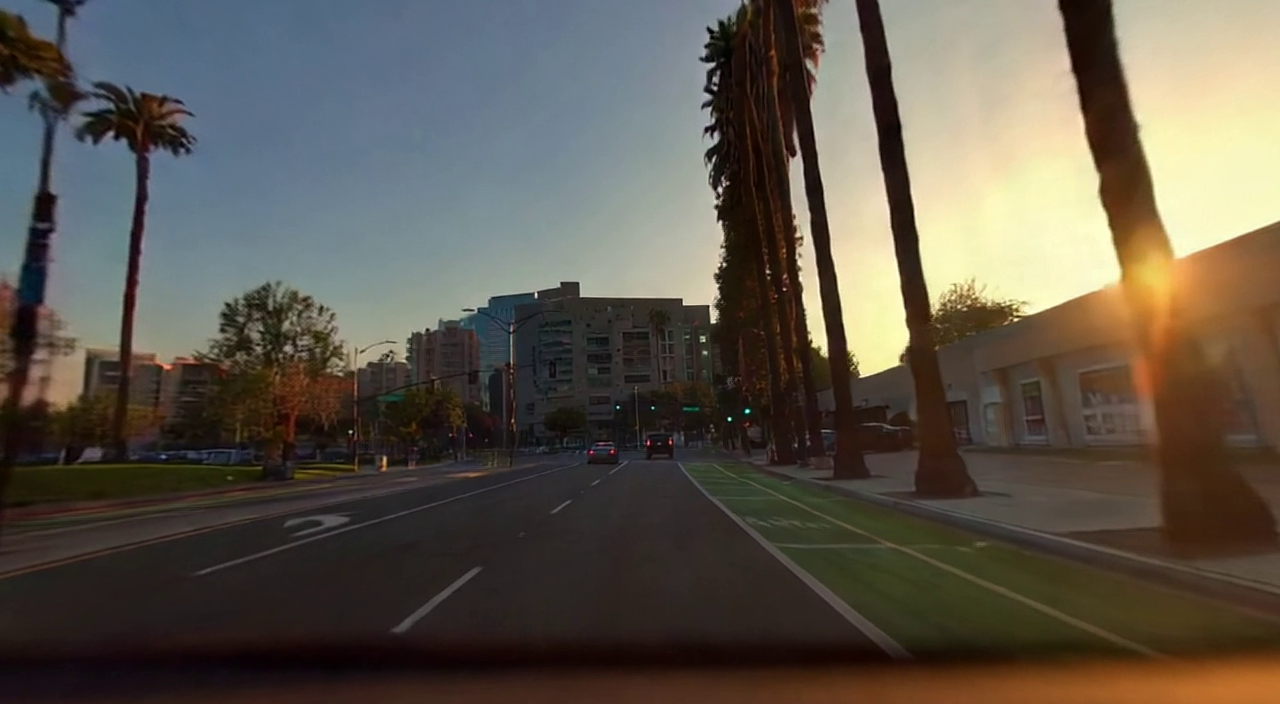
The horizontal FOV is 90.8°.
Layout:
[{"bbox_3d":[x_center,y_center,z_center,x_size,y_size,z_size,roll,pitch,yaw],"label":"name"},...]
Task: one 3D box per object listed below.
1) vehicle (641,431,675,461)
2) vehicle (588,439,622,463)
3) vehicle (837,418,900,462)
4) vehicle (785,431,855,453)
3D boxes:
[{"bbox_3d":[1.217,6.434,43.378,2.206,1.922,4.262,0,-8,1],"label":"vehicle"},{"bbox_3d":[-2.313,6.682,42.718,1.969,1.481,3.868,-1,-8,2],"label":"vehicle"},{"bbox_3d":[12.311,4.800,34.446,1.996,2.172,5.298,-1,-8,6],"label":"vehicle"},{"bbox_3d":[13.737,6.897,48.395,4.685,1.554,2.019,-1,-8,2],"label":"vehicle"}]
